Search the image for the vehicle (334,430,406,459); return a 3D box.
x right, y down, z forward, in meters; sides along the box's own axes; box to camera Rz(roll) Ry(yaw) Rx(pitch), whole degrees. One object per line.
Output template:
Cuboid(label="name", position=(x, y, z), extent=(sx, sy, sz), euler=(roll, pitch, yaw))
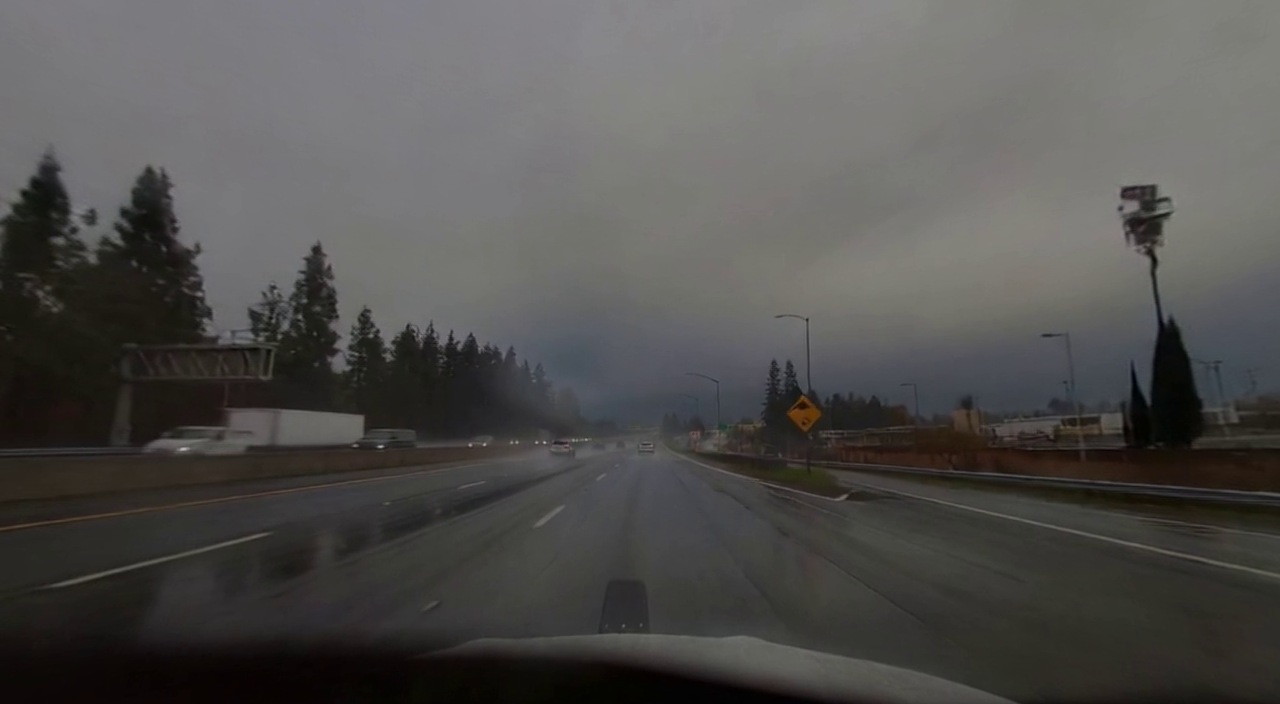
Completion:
Cuboid(label="vehicle", position=(-17.294, 5.985, 40.752), extent=(2.129, 1.697, 5.626), euler=(0, -8, 0))

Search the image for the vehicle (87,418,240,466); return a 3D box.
Cuboid(label="vehicle", position=(-21.423, 4.122, 28.839), extent=(2.284, 1.976, 5.973), euler=(0, -8, 0))

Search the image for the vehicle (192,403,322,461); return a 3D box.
Cuboid(label="vehicle", position=(-21.394, 4.609, 35.803), extent=(3.018, 2.997, 6.642), euler=(0, -8, 1))
